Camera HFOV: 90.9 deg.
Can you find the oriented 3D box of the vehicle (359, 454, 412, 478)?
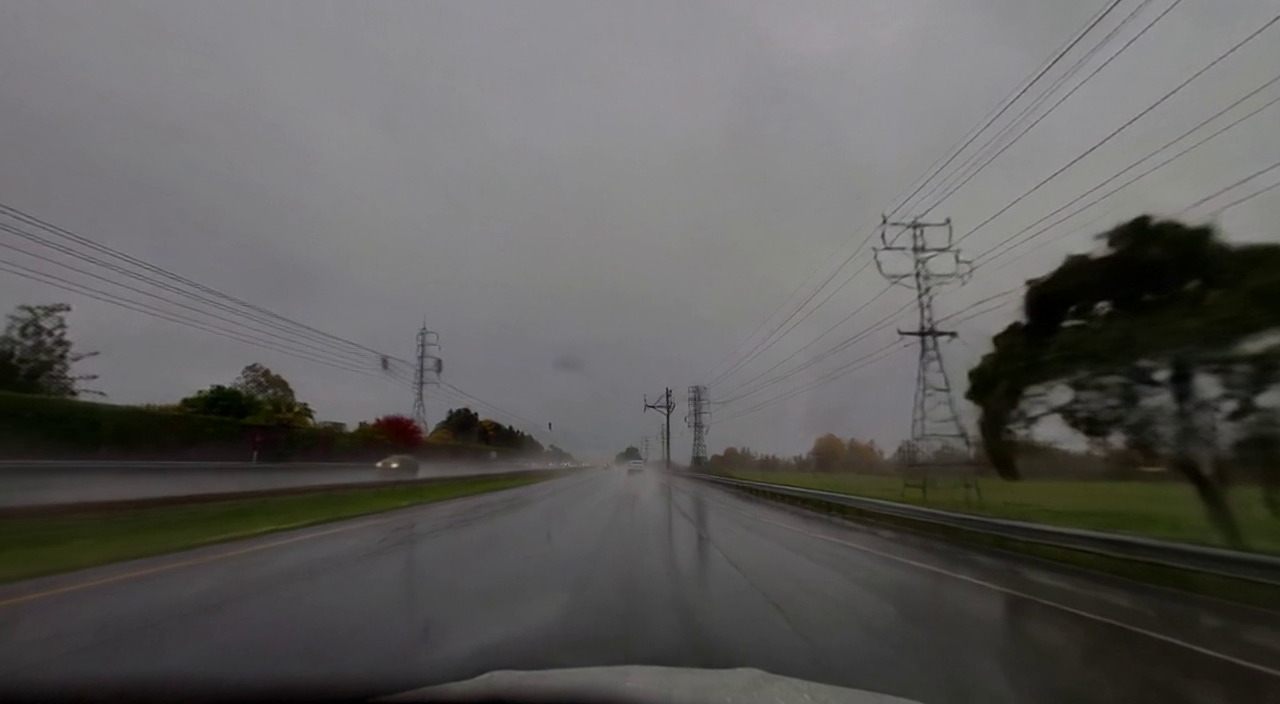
[{"bbox_3d":[-16.660,7.510,41.459,1.859,1.483,3.979,1,-11,-1],"label":"vehicle"}]
